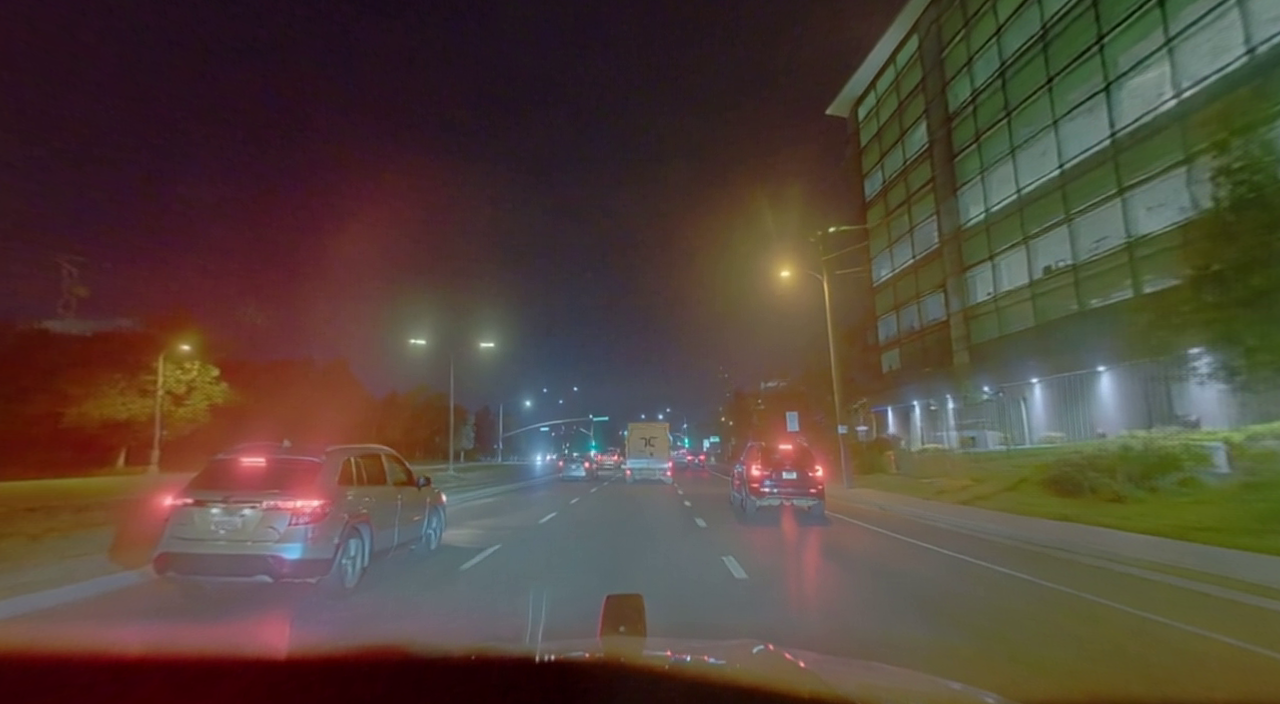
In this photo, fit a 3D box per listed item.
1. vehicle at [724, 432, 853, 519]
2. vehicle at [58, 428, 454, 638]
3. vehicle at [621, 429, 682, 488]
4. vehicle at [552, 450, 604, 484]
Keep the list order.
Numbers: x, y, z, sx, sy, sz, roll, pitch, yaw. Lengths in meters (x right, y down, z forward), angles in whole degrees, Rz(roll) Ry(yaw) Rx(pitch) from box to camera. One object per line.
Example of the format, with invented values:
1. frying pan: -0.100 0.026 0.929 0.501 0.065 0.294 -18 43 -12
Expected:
1. vehicle: 3.602 3.074 16.214 2.283 1.923 4.427 0 -9 1
2. vehicle: -3.616 1.717 6.913 1.934 1.643 3.718 0 -9 1
3. vehicle: 0.650 4.840 28.961 2.457 2.440 5.486 -1 -9 4
4. vehicle: -3.059 5.769 31.873 1.984 1.567 4.311 0 -9 3
